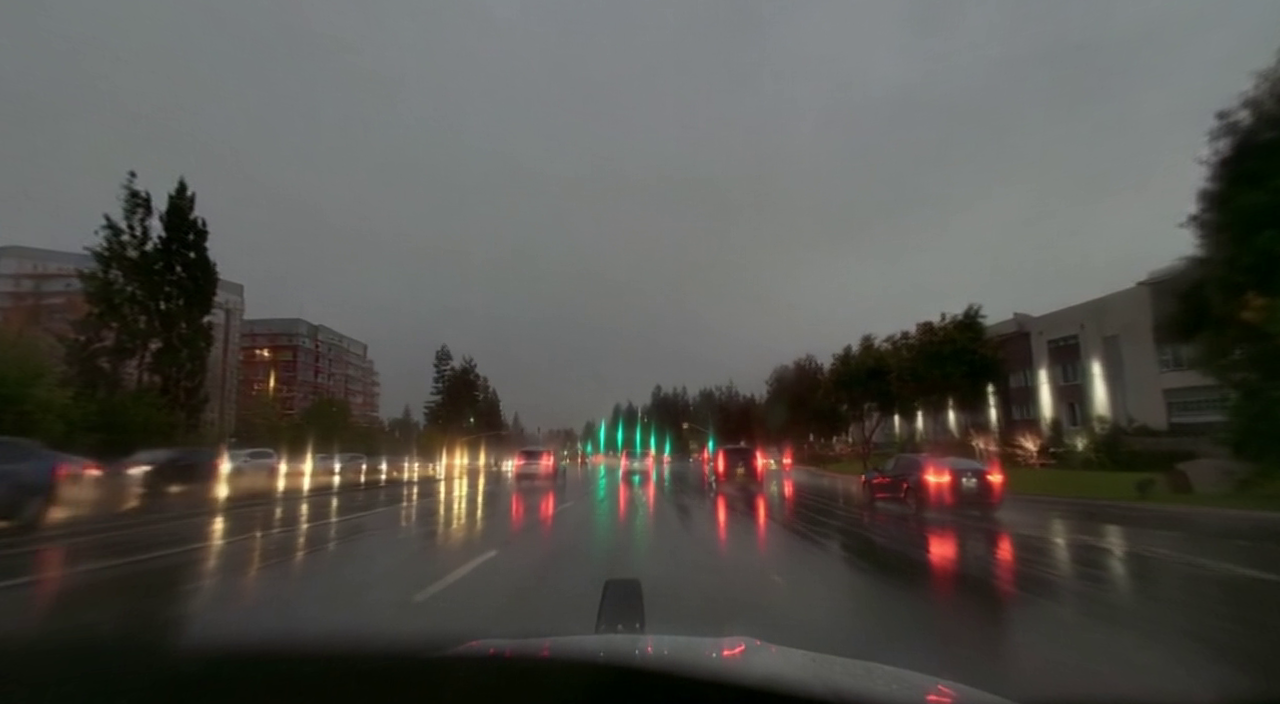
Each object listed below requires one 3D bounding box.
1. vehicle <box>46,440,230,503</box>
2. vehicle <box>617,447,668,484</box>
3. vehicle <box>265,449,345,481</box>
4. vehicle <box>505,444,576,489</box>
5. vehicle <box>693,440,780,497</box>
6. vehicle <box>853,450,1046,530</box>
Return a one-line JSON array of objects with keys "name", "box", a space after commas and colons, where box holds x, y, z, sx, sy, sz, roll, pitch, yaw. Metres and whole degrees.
[{"name": "vehicle", "box": [-15.503, 3.687, 19.966, 1.915, 1.718, 4.766, 0, -8, -1]}, {"name": "vehicle", "box": [0.060, 5.140, 28.949, 2.155, 1.486, 4.403, 0, -8, -1]}, {"name": "vehicle", "box": [-19.064, 6.434, 36.261, 2.186, 1.676, 4.444, -1, -8, -1]}, {"name": "vehicle", "box": [-3.943, 4.593, 25.749, 2.172, 1.671, 4.175, 0, -8, 0]}, {"name": "vehicle", "box": [3.138, 3.877, 21.463, 2.161, 1.716, 4.194, 0, -8, -2]}, {"name": "vehicle", "box": [6.456, 2.883, 13.850, 1.945, 1.408, 4.288, 0, -8, -2]}]
